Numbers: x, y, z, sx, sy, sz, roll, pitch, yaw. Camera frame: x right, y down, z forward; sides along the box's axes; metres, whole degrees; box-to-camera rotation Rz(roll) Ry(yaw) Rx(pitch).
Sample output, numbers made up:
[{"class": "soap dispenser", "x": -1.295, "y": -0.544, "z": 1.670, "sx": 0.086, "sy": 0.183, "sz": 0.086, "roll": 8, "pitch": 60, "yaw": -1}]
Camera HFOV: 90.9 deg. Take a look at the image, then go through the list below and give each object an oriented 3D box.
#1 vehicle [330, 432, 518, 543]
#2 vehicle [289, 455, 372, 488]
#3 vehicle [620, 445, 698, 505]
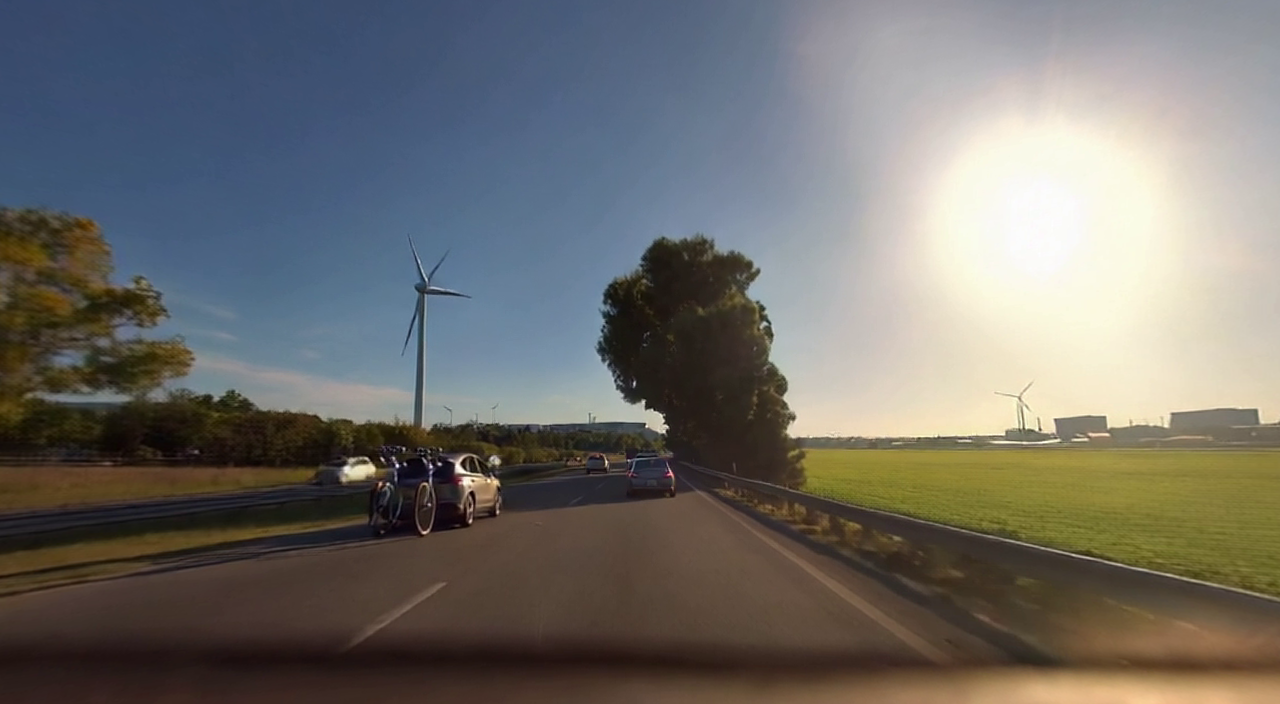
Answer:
[{"class": "vehicle", "x": -3.718, "y": 2.400, "z": 11.766, "sx": 1.962, "sy": 1.681, "sz": 4.033, "roll": 0, "pitch": -9, "yaw": 2}, {"class": "vehicle", "x": -15.761, "y": 6.088, "z": 32.410, "sx": 1.922, "sy": 1.500, "sz": 4.584, "roll": 0, "pitch": -9, "yaw": 0}, {"class": "vehicle", "x": 0.517, "y": 3.609, "z": 18.899, "sx": 2.063, "sy": 1.582, "sz": 3.955, "roll": 0, "pitch": -9, "yaw": 0}]
